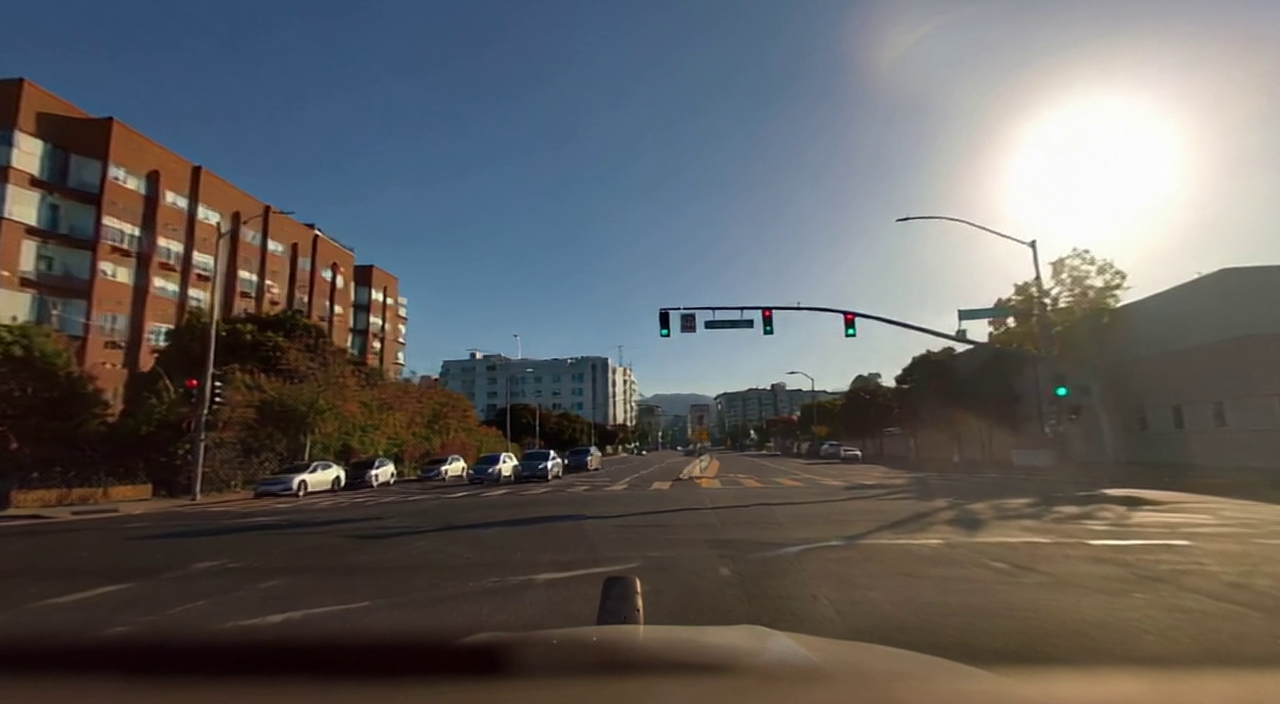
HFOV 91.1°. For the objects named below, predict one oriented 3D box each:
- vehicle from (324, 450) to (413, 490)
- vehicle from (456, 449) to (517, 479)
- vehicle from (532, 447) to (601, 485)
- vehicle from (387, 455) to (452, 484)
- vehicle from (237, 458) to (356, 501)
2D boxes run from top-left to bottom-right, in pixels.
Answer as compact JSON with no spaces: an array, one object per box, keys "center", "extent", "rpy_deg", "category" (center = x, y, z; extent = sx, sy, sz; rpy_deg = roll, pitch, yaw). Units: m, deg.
[{"center":[-13.496,5.863,31.620],"extent":[1.960,1.819,5.018],"rpy_deg":[-1,-9,3],"category":"vehicle"},{"center":[-9.448,6.908,39.083],"extent":[2.126,1.709,5.095],"rpy_deg":[-1,-9,5],"category":"vehicle"},{"center":[-3.065,4.894,27.274],"extent":[2.154,1.501,4.416],"rpy_deg":[-1,-9,5],"category":"vehicle"},{"center":[-12.954,6.905,37.220],"extent":[1.804,1.486,4.625],"rpy_deg":[-1,-9,5],"category":"vehicle"},{"center":[-13.879,5.139,25.752],"extent":[2.055,1.506,4.663],"rpy_deg":[-1,-9,3],"category":"vehicle"}]
